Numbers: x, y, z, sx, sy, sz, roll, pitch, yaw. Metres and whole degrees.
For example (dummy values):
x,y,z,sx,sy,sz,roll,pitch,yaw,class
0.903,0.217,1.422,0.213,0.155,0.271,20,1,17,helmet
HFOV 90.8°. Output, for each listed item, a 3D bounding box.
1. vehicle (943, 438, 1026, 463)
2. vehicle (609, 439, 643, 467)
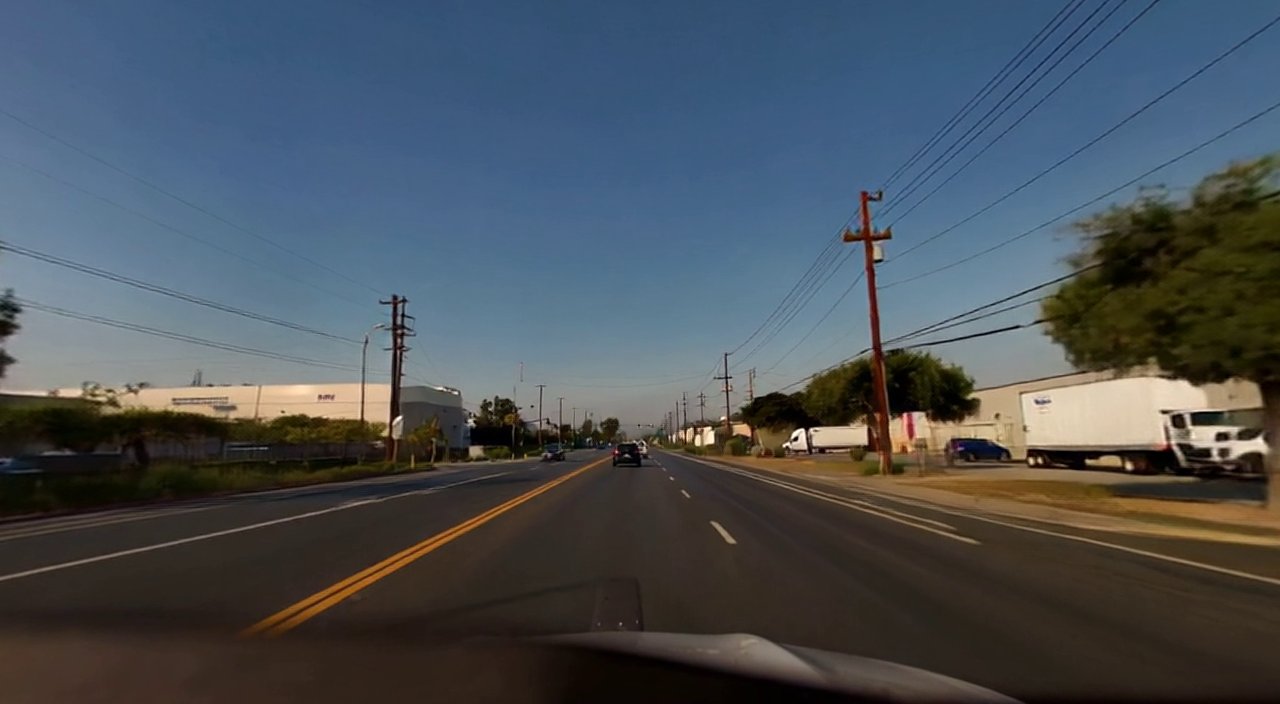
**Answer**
x,y,z,sx,sy,sz,roll,pitch,yaw,class
24.856,7.129,45.745,4.805,1.781,1.974,0,-8,0,vehicle
-0.801,6.095,38.191,1.937,1.588,3.746,0,-8,0,vehicle
